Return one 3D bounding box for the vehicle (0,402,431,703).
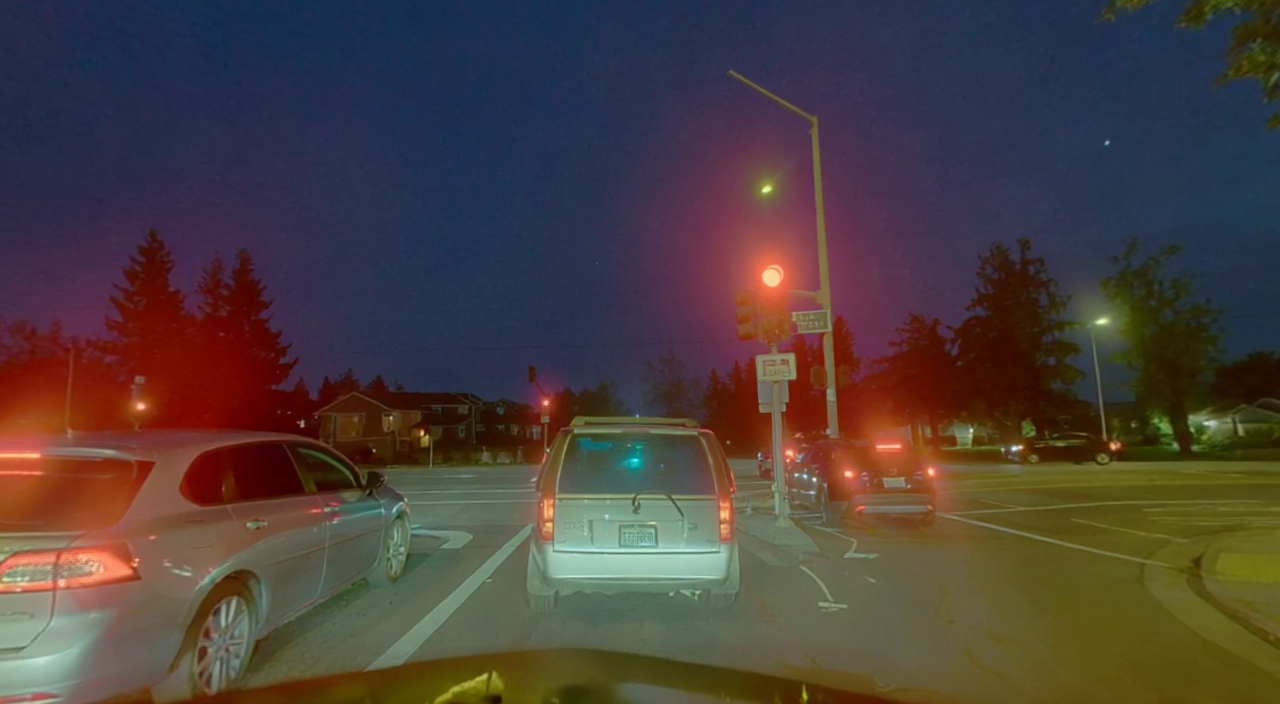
[{"bbox_3d":[-3.284,1.271,4.693,2.035,1.492,4.415,0,-9,-1],"label":"vehicle"}]

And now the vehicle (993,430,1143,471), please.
[{"bbox_3d":[17.625,4.090,26.241,4.670,1.616,1.926,-1,-9,6],"label":"vehicle"}]

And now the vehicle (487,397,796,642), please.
[{"bbox_3d":[-0.130,1.468,6.552,2.154,1.670,4.140,1,-9,-4],"label":"vehicle"}]

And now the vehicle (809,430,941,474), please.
[{"bbox_3d":[9.927,4.277,27.089,4.887,1.769,2.035,-1,-9,6],"label":"vehicle"}]
